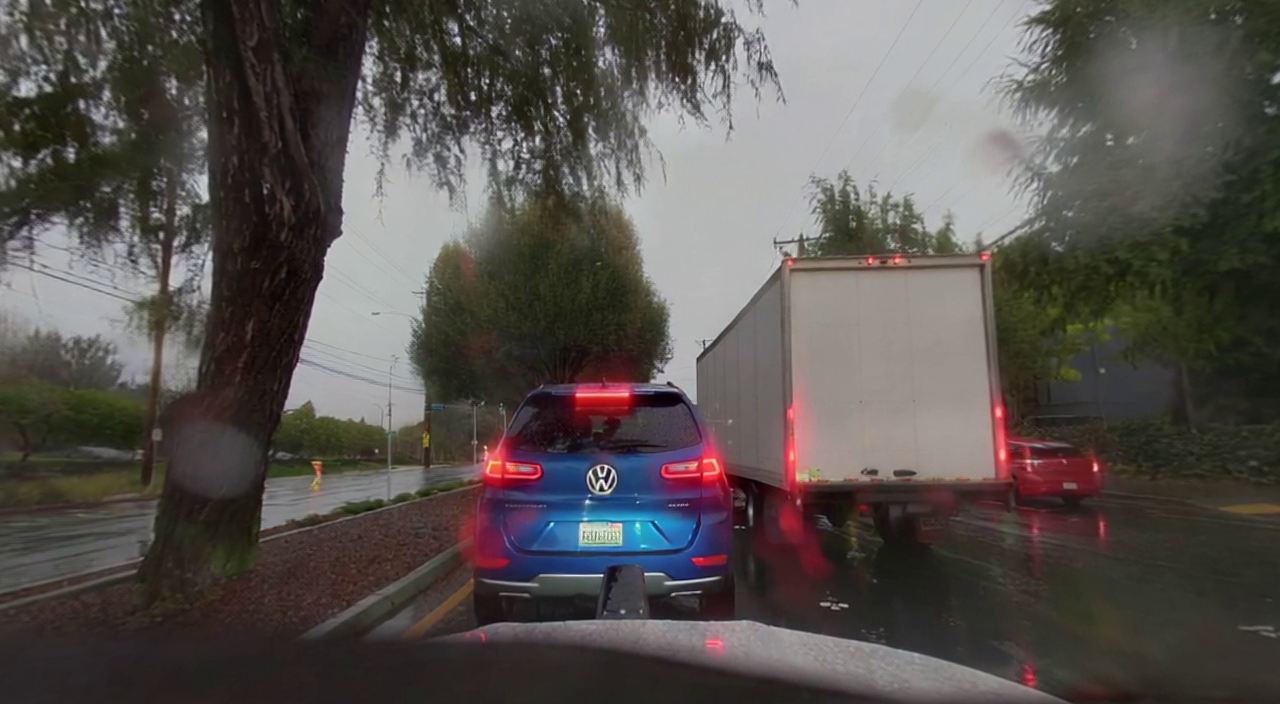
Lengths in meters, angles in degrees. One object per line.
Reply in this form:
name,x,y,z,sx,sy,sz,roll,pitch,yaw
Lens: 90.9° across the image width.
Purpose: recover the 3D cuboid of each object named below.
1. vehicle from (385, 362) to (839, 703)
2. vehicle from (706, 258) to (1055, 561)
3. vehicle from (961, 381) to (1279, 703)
vehicle,-0.127,1.222,5.131,2.114,1.732,4.230,0,-8,0
vehicle,3.232,1.256,11.809,2.915,3.559,8.848,0,-8,0
vehicle,2.832,0.736,1.192,1.971,1.484,4.728,0,-8,0
